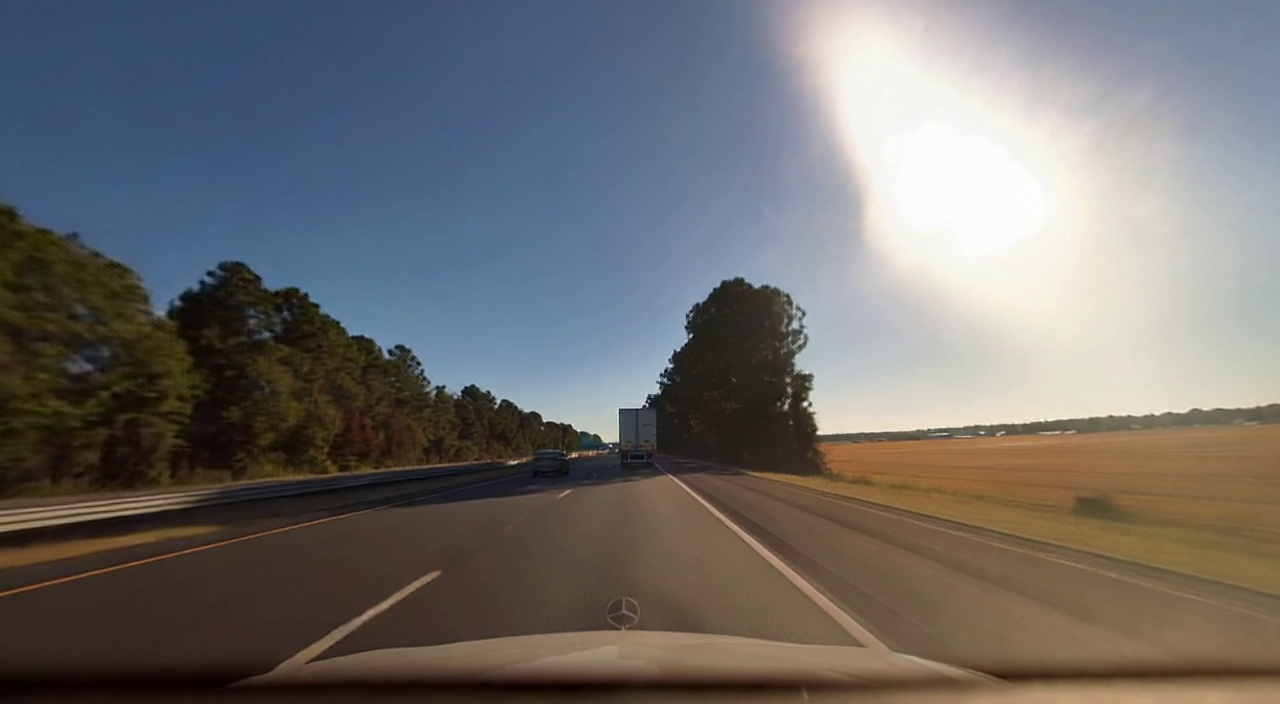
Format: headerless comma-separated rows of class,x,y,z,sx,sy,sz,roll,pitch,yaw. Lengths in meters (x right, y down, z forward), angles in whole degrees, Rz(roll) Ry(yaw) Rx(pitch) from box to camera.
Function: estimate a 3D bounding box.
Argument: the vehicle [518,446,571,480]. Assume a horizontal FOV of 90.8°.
vehicle,-4.494,5.291,30.302,1.937,1.493,3.779,0,-9,0
